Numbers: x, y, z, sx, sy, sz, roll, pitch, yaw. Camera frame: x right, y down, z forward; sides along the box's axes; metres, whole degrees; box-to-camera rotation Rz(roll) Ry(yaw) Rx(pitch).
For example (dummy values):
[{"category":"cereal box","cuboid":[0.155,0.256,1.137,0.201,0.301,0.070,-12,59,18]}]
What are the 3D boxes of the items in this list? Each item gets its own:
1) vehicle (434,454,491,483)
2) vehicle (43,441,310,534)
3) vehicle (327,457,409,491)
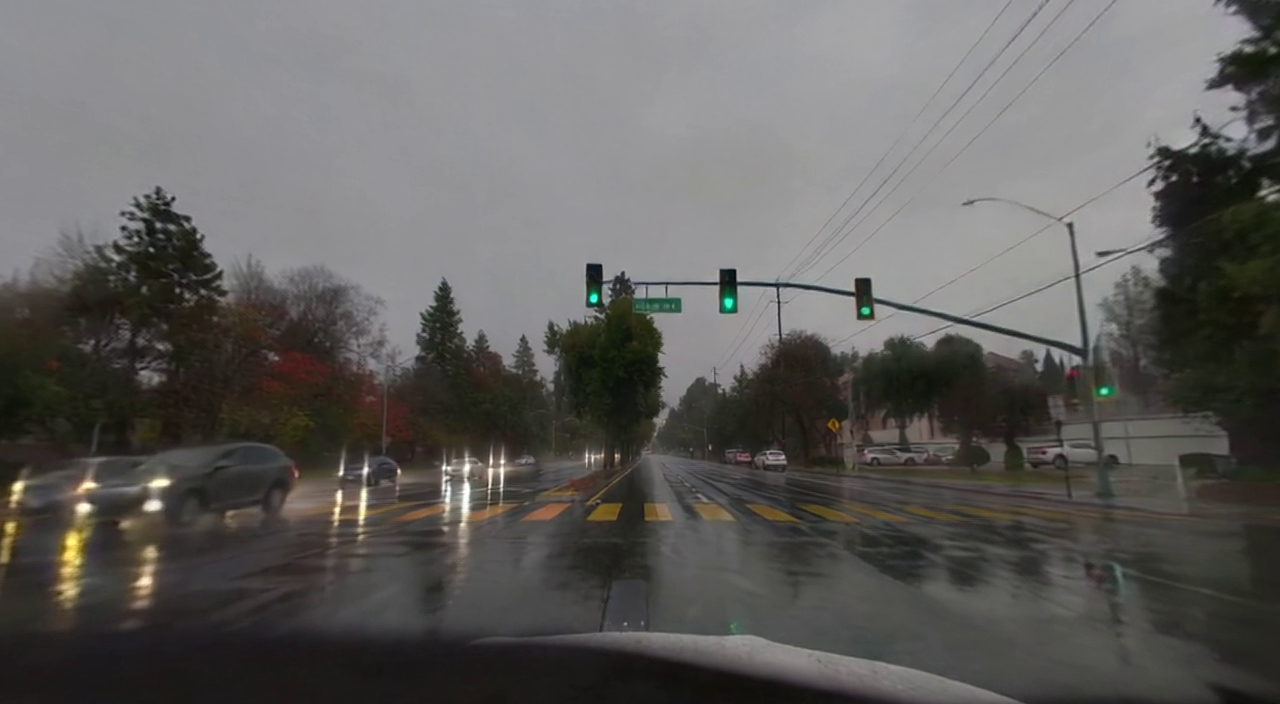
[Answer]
[{"category":"vehicle","cuboid":[-10.110,6.645,36.268,1.899,1.464,4.418,-1,-8,2]},{"category":"vehicle","cuboid":[-10.689,3.113,15.312,2.249,1.825,5.378,-1,-8,2]},{"category":"vehicle","cuboid":[-13.454,6.018,31.528,1.909,1.449,4.775,-1,-8,1]}]
